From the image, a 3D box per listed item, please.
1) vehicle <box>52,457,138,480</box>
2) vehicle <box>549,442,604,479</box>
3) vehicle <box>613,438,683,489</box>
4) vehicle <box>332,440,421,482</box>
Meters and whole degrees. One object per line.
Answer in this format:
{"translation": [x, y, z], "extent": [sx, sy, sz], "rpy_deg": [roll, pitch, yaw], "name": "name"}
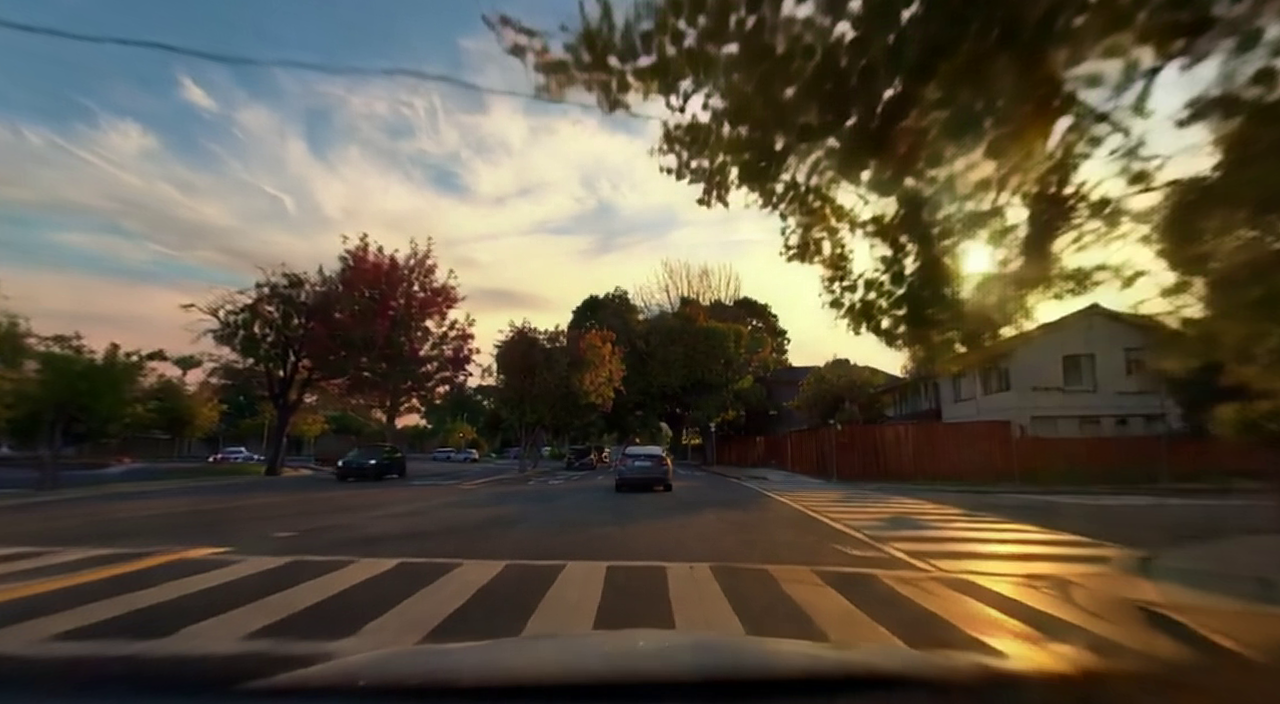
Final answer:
{"translation": [-41.234, 8.790, 47.594], "extent": [4.724, 1.597, 2.191], "rpy_deg": [8, -11, -41], "name": "vehicle"}
{"translation": [-3.153, 5.460, 32.139], "extent": [2.067, 1.546, 4.988], "rpy_deg": [2, -7, 2], "name": "vehicle"}
{"translation": [0.286, 3.953, 22.585], "extent": [2.290, 1.653, 4.127], "rpy_deg": [0, -9, 1], "name": "vehicle"}
{"translation": [-11.530, 4.792, 27.822], "extent": [2.103, 1.679, 4.199], "rpy_deg": [0, -8, -1], "name": "vehicle"}
